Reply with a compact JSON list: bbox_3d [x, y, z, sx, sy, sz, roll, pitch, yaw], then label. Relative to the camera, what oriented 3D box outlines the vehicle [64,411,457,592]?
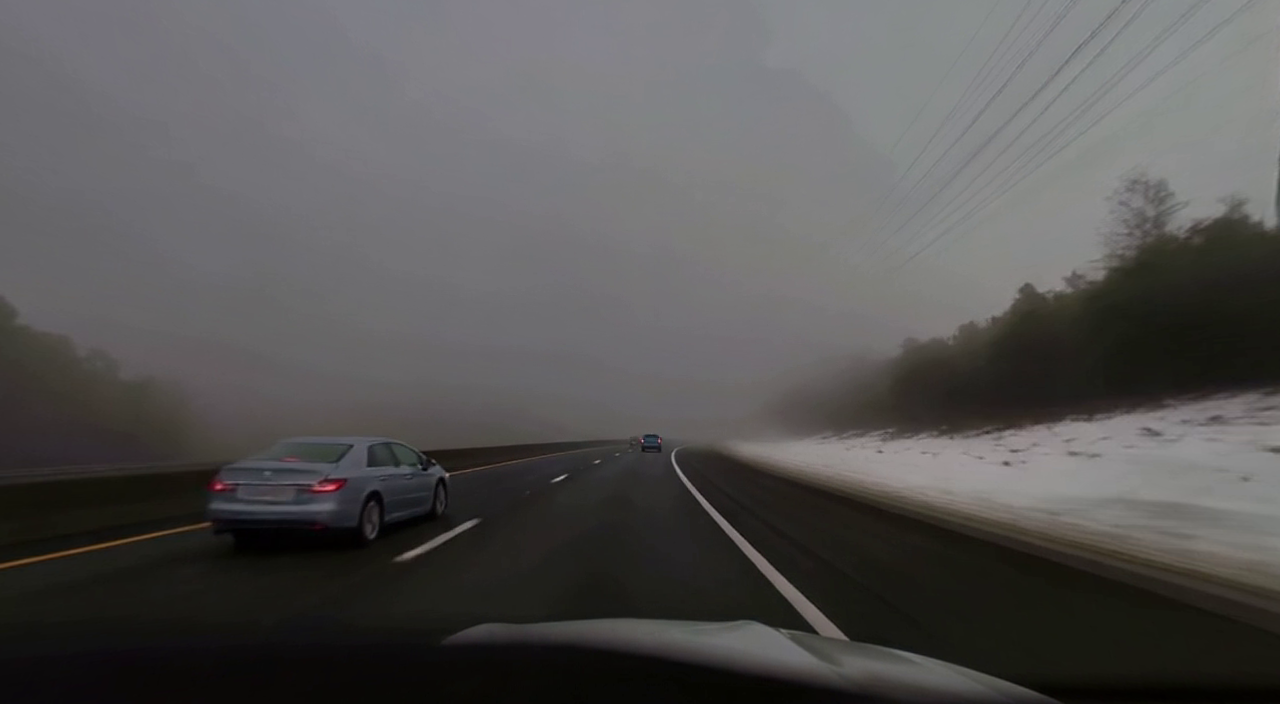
[{"bbox_3d":[-3.850,1.555,7.510,2.030,1.522,4.250,0,-8,0],"label":"vehicle"}]

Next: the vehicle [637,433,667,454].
[{"bbox_3d":[0.943,6.893,47.631,2.077,1.523,4.206,0,-8,3],"label":"vehicle"}]
